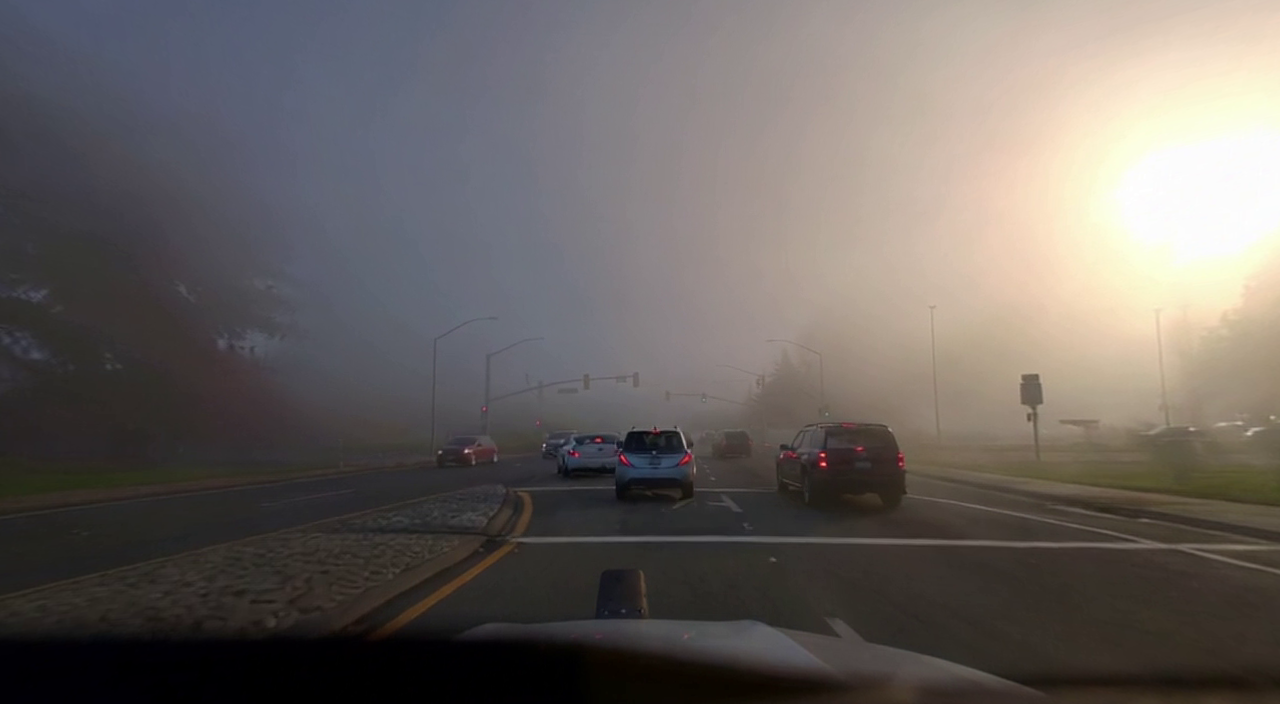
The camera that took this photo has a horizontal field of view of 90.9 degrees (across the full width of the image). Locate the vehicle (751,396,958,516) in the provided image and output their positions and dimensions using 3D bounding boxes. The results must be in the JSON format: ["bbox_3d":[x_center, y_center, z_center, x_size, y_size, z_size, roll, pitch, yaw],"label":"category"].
[{"bbox_3d":[3.862,2.064,12.871,2.317,1.857,5.940,0,-9,2],"label":"vehicle"}]

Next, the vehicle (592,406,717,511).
[{"bbox_3d":[0.341,2.113,12.750,2.113,1.768,3.901,0,-9,3],"label":"vehicle"}]

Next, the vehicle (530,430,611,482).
[{"bbox_3d":[-2.157,3.347,20.705,2.023,1.494,4.259,-2,-8,2],"label":"vehicle"}]

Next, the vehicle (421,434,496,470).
[{"bbox_3d":[-8.205,4.576,28.935,1.868,1.496,4.219,-1,-9,4],"label":"vehicle"}]
